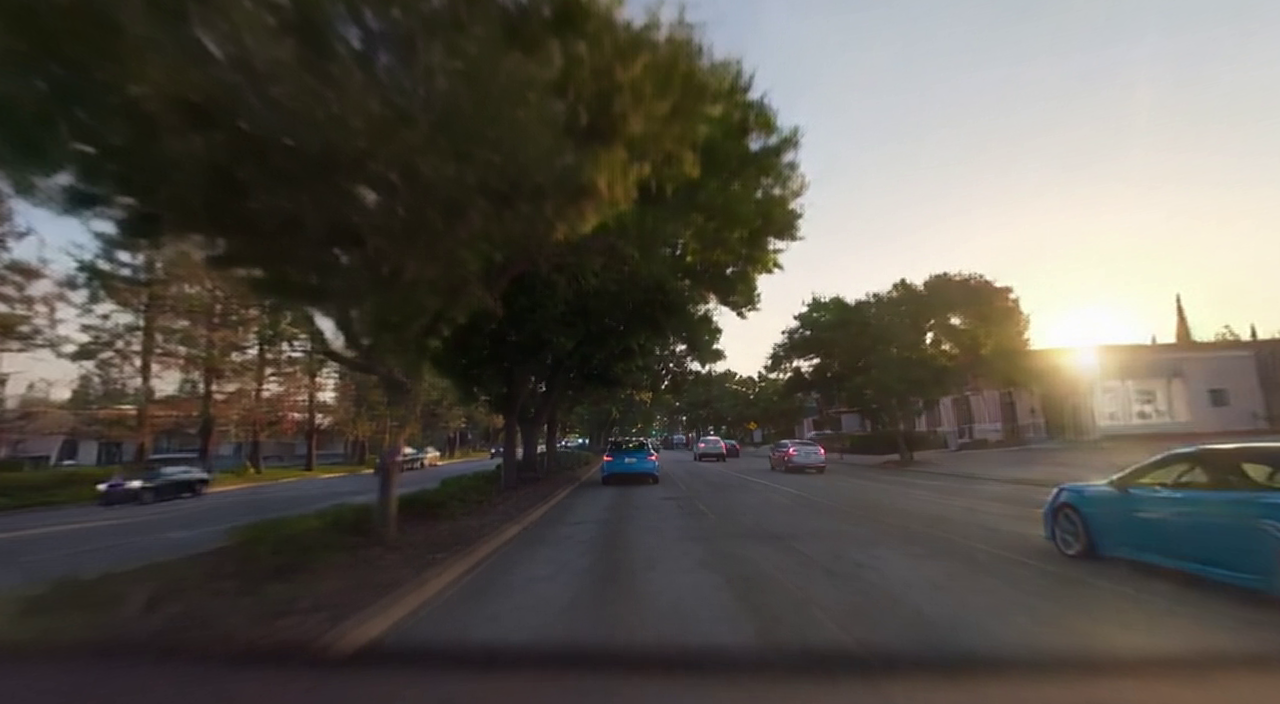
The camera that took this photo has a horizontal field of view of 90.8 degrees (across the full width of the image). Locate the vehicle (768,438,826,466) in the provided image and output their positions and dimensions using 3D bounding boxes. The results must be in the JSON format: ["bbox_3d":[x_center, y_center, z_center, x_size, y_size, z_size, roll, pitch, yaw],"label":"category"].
[{"bbox_3d":[8.937,5.732,36.290,2.045,1.484,4.342,0,-9,-2],"label":"vehicle"}]

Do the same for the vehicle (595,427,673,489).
[{"bbox_3d":[-0.206,3.368,20.326,2.266,1.762,4.131,0,-9,-1],"label":"vehicle"}]

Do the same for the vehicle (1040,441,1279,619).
[{"bbox_3d":[5.815,1.370,5.105,2.258,1.294,4.312,0,-9,-1],"label":"vehicle"}]

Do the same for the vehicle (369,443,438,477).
[{"bbox_3d":[-13.805,6.316,37.186,2.080,1.821,4.833,-1,-9,1],"label":"vehicle"}]

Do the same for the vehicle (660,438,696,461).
[{"bbox_3d":[2.607,6.823,44.190,2.078,1.471,4.142,0,-9,-2],"label":"vehicle"}]

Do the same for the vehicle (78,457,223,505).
[{"bbox_3d":[-19.474,5.115,25.480,1.982,1.633,4.620,-1,-9,2],"label":"vehicle"}]
